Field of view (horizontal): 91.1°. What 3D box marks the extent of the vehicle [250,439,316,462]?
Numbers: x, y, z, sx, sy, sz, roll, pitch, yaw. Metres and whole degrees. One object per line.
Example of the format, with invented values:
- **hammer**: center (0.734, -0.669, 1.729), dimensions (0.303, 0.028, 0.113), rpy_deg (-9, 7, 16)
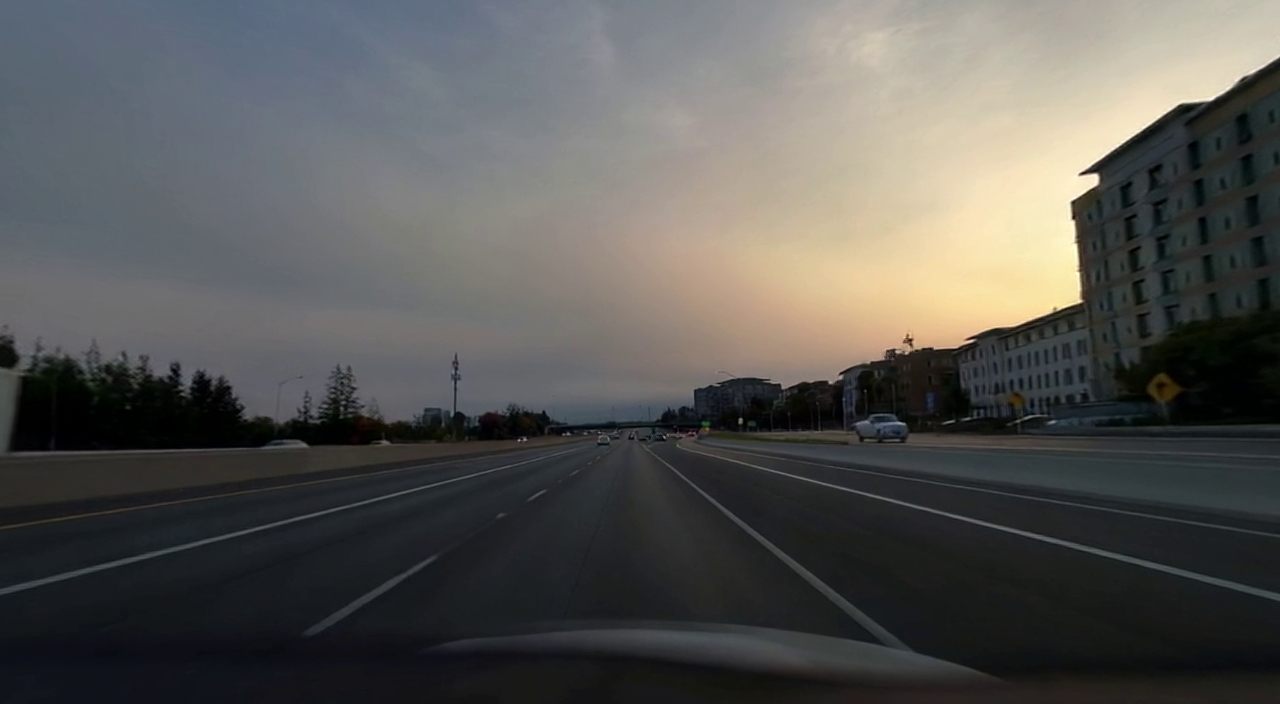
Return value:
- **vehicle**: center (-24.699, 6.819, 43.674), dimensions (1.887, 1.503, 4.549), rpy_deg (0, -8, 0)
